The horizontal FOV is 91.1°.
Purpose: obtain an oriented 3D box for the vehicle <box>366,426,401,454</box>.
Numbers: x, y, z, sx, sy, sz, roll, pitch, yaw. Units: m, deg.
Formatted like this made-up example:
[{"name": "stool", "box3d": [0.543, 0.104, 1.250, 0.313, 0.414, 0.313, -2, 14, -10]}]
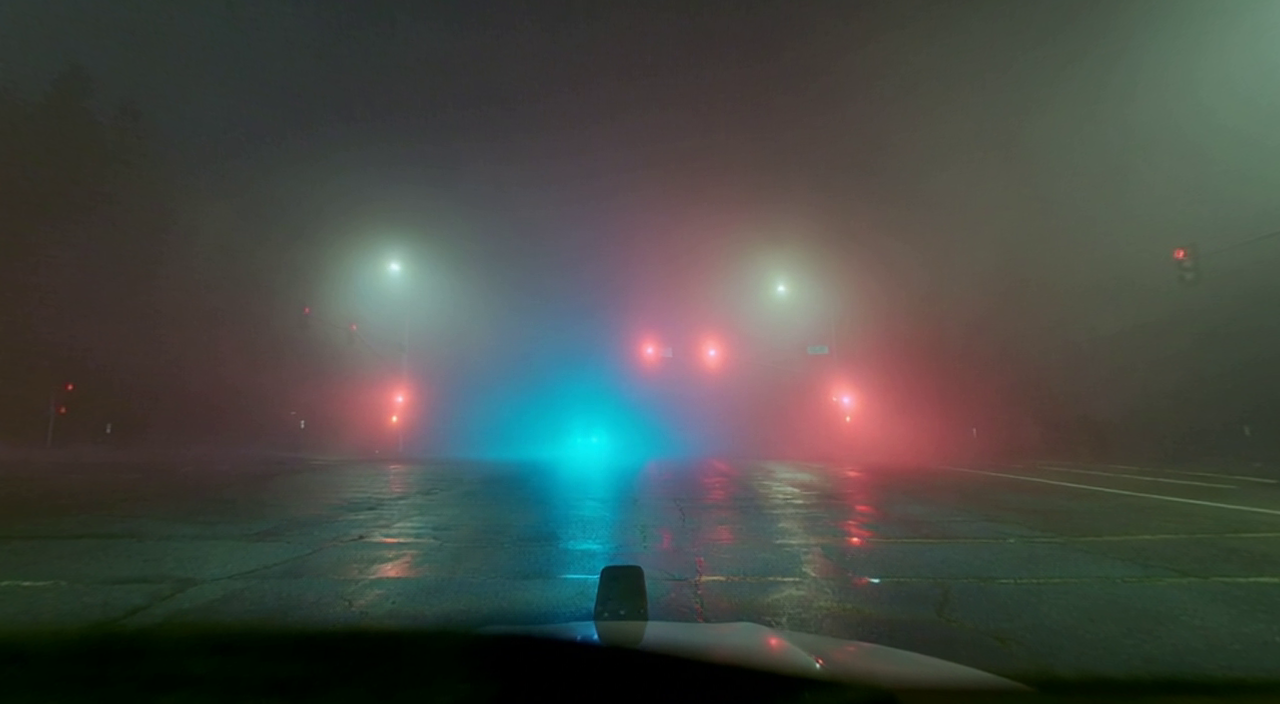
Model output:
[{"name": "vehicle", "box3d": [-20.006, 6.866, 48.899, 1.873, 2.079, 2.879, 5, -10, -33]}]
